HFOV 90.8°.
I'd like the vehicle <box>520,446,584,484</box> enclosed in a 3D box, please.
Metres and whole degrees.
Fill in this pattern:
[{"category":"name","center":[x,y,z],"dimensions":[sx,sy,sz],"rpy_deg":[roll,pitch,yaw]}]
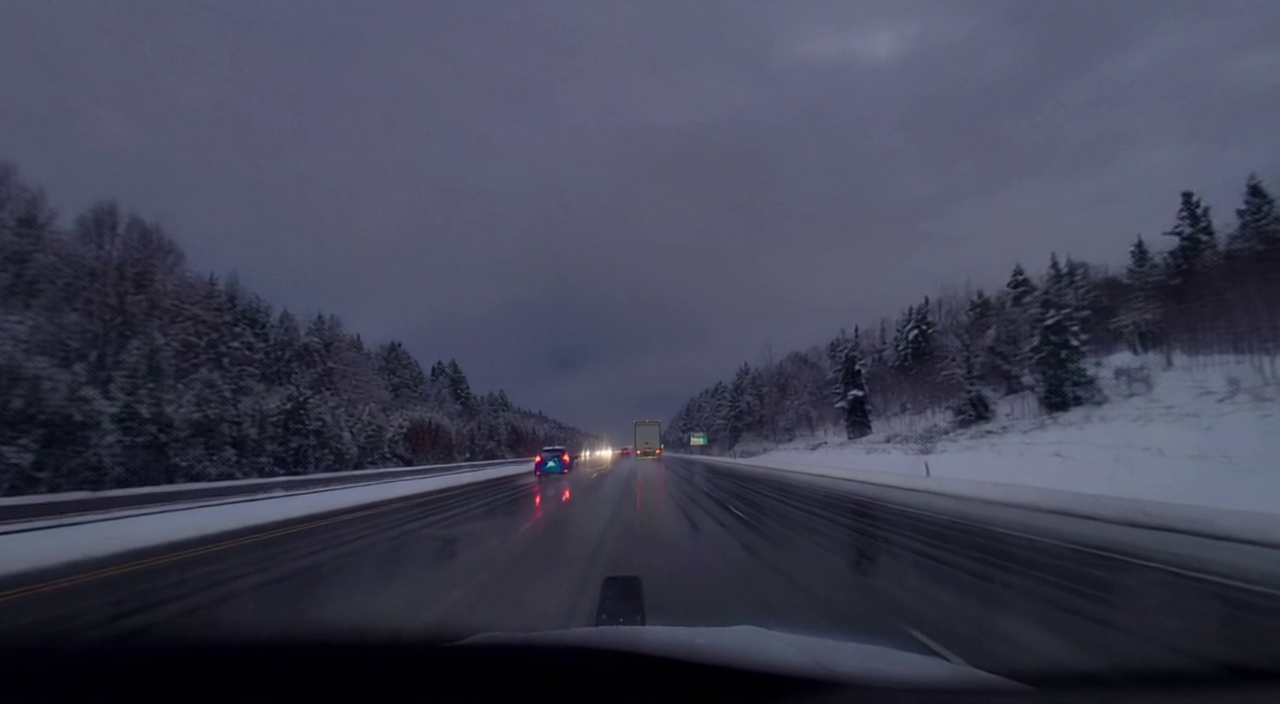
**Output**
[{"category":"vehicle","center":[-3.872,5.073,28.716],"dimensions":[1.999,1.533,4.870],"rpy_deg":[-1,-9,3]}]
